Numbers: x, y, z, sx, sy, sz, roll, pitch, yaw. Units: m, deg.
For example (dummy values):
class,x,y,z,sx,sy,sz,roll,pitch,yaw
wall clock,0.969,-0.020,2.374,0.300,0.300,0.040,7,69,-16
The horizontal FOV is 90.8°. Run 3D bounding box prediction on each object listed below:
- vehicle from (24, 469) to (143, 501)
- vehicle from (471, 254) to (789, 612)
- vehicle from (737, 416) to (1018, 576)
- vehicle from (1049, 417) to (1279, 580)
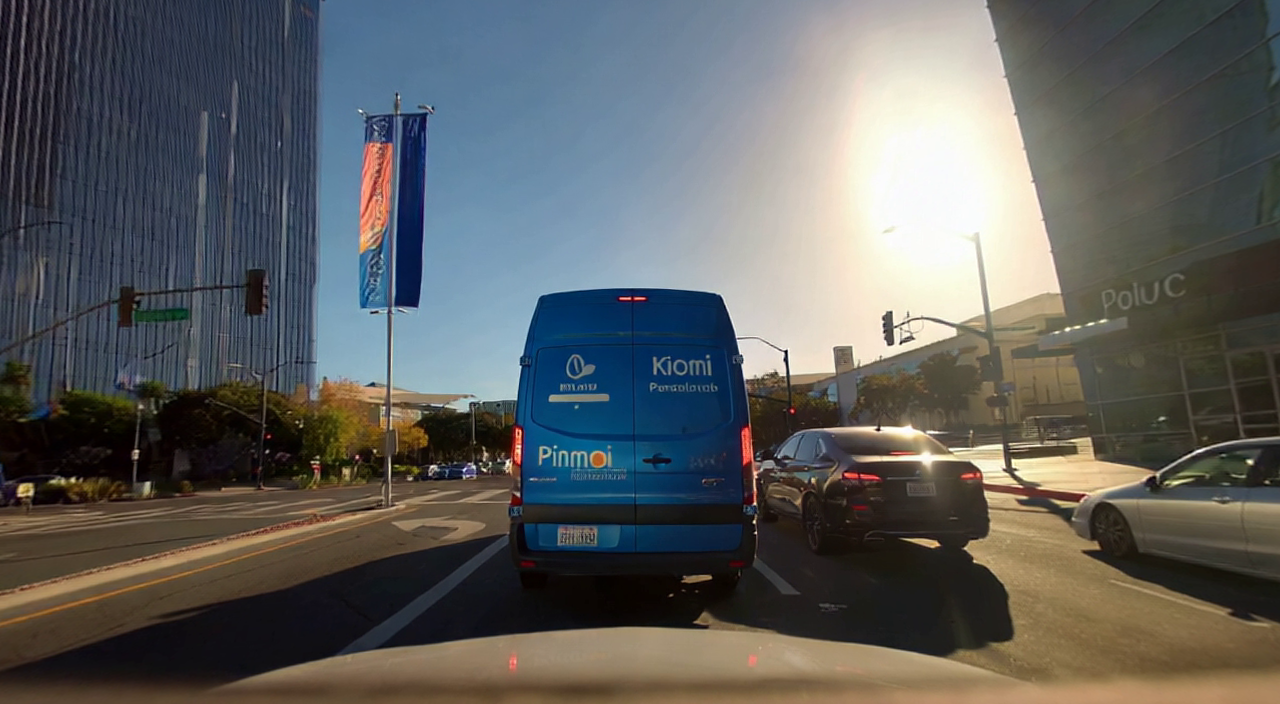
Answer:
class,x,y,z,sx,sy,sz,roll,pitch,yaw
vehicle,-31.095,7.435,35.401,4.806,1.652,1.869,0,-8,-2
vehicle,-0.044,1.174,9.041,2.613,3.035,7.342,0,-8,1
vehicle,2.880,1.863,9.040,2.183,1.676,4.506,0,-8,-1
vehicle,7.535,1.584,7.002,1.963,1.669,4.678,3,-9,-20
